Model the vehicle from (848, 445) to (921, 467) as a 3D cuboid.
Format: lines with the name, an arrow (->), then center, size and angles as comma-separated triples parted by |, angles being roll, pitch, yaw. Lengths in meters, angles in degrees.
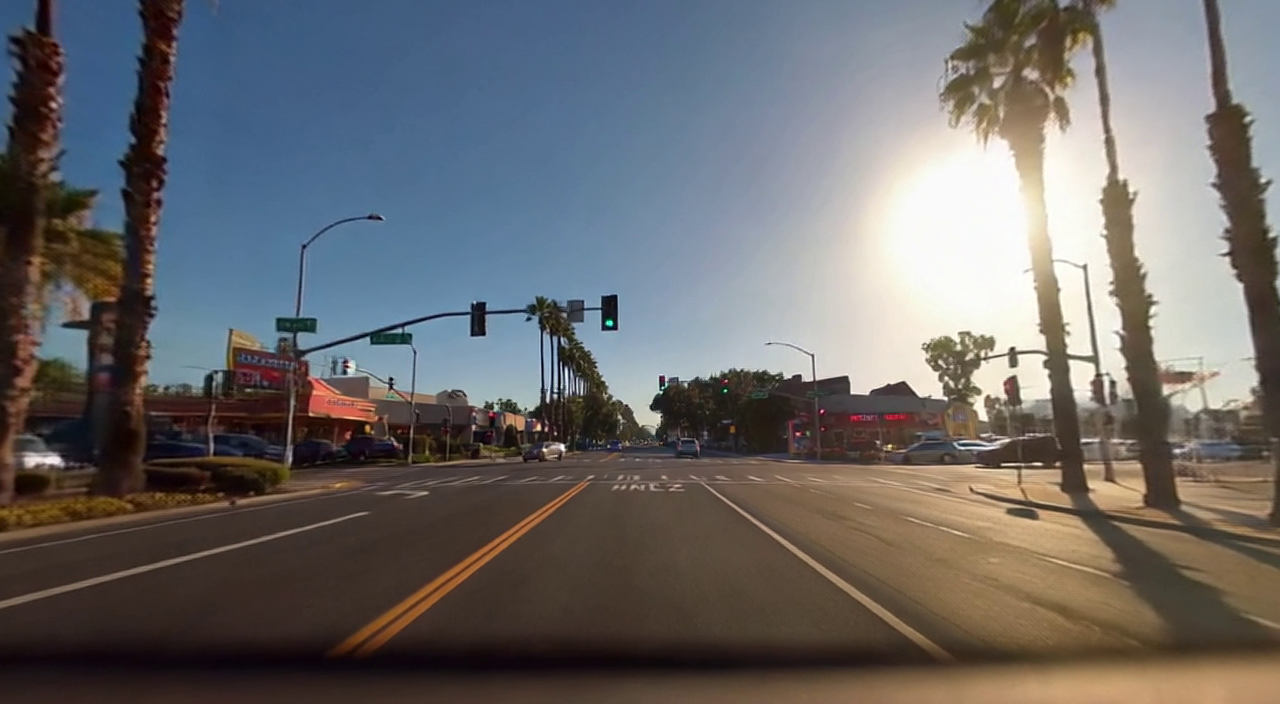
vehicle -> 17.484, 7.442, 45.119 | 4.451, 1.494, 1.857 | 0, -9, 3

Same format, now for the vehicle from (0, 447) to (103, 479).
vehicle -> -28.787, 5.251, 29.997 | 4.538, 1.446, 2.028 | 0, -8, 1

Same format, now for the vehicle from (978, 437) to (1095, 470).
vehicle -> 23.362, 5.983, 37.218 | 5.509, 1.873, 2.123 | 0, -9, -2

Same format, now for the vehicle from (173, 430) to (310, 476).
vehicle -> -18.849, 4.788, 29.981 | 4.901, 2.064, 2.296 | 0, -8, 0

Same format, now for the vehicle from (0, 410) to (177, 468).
vehicle -> -35.480, 5.199, 37.802 | 12.726, 3.308, 3.114 | 0, -7, 0

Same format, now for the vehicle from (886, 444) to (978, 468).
vehicle -> 18.895, 6.719, 40.832 | 4.977, 1.508, 1.948 | 0, -9, 0

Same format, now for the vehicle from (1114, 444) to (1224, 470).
vehicle -> 31.365, 6.205, 37.391 | 4.701, 1.463, 1.989 | 0, -9, -1

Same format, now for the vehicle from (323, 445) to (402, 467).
vehicle -> -19.339, 7.274, 44.063 | 4.791, 1.487, 2.002 | 2, -9, -15
